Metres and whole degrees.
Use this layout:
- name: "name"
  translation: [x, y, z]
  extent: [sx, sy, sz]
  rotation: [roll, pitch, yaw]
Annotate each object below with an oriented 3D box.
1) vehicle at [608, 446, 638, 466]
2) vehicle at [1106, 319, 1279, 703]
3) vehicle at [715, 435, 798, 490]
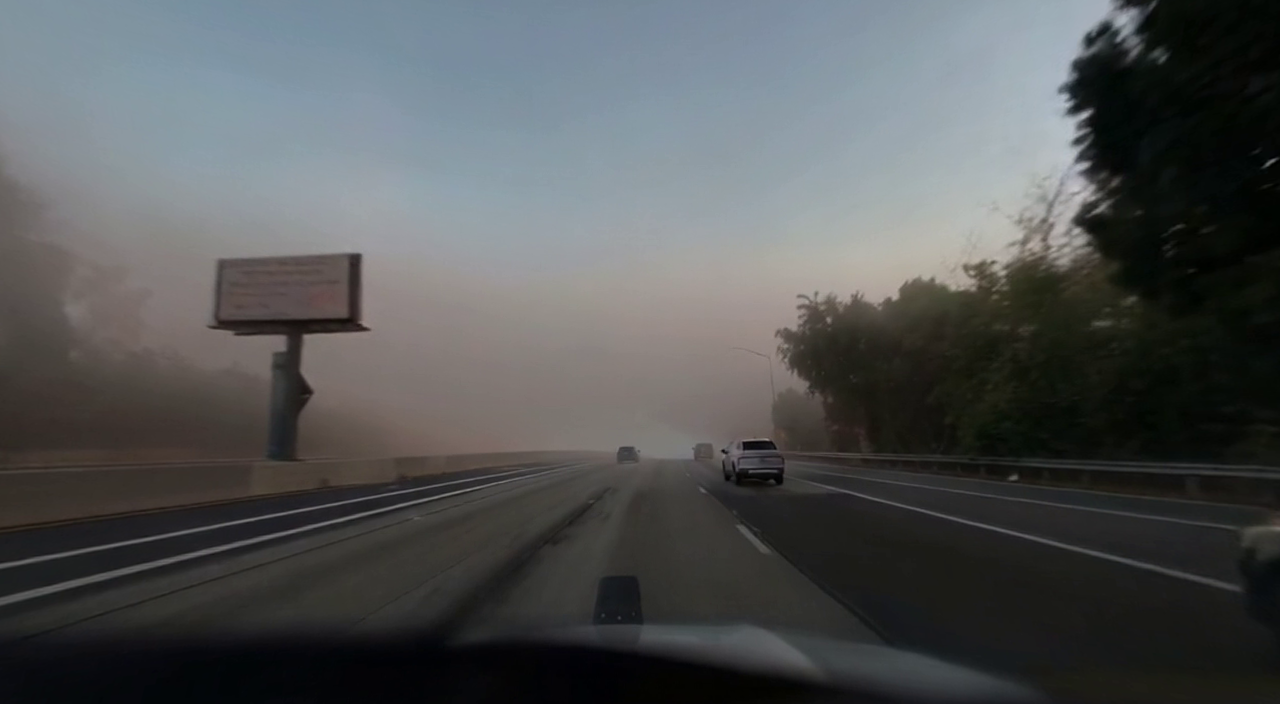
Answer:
- name: "vehicle"
  translation: [-1.237, 8.002, 48.557]
  extent: [1.972, 1.444, 4.191]
  rotation: [-1, -9, 3]
- name: "vehicle"
  translation: [4.145, 0.614, 1.891]
  extent: [2.165, 1.881, 4.274]
  rotation: [0, -9, 0]
- name: "vehicle"
  translation: [3.946, 3.841, 22.240]
  extent: [2.075, 1.743, 4.410]
  rotation: [0, -9, 0]
